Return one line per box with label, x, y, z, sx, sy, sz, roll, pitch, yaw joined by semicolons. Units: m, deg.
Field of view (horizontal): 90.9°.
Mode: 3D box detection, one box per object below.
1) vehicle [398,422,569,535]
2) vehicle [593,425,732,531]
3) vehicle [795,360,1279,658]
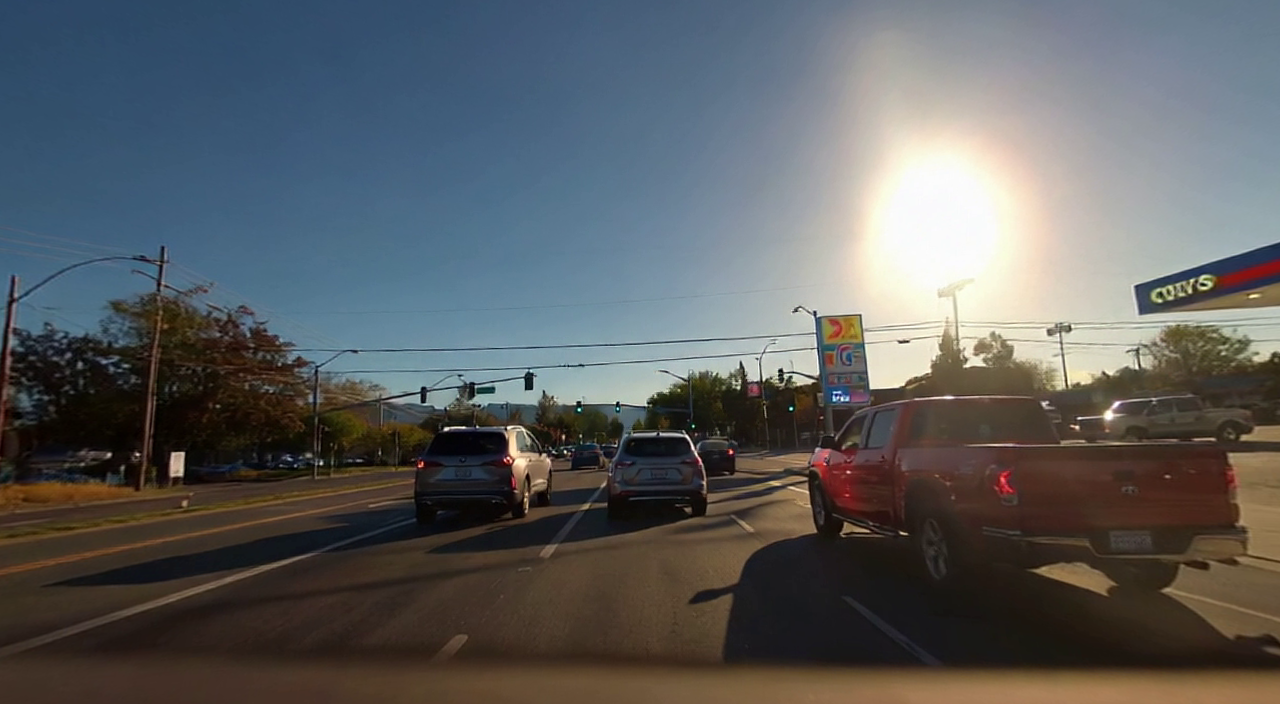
vehicle;-2.699;2.298;12.060;2.019;1.731;4.299;0;-8;2
vehicle;0.342;2.285;11.991;2.181;1.650;4.083;0;-8;0
vehicle;3.423;1.367;6.685;2.161;1.868;5.321;0;-8;0
